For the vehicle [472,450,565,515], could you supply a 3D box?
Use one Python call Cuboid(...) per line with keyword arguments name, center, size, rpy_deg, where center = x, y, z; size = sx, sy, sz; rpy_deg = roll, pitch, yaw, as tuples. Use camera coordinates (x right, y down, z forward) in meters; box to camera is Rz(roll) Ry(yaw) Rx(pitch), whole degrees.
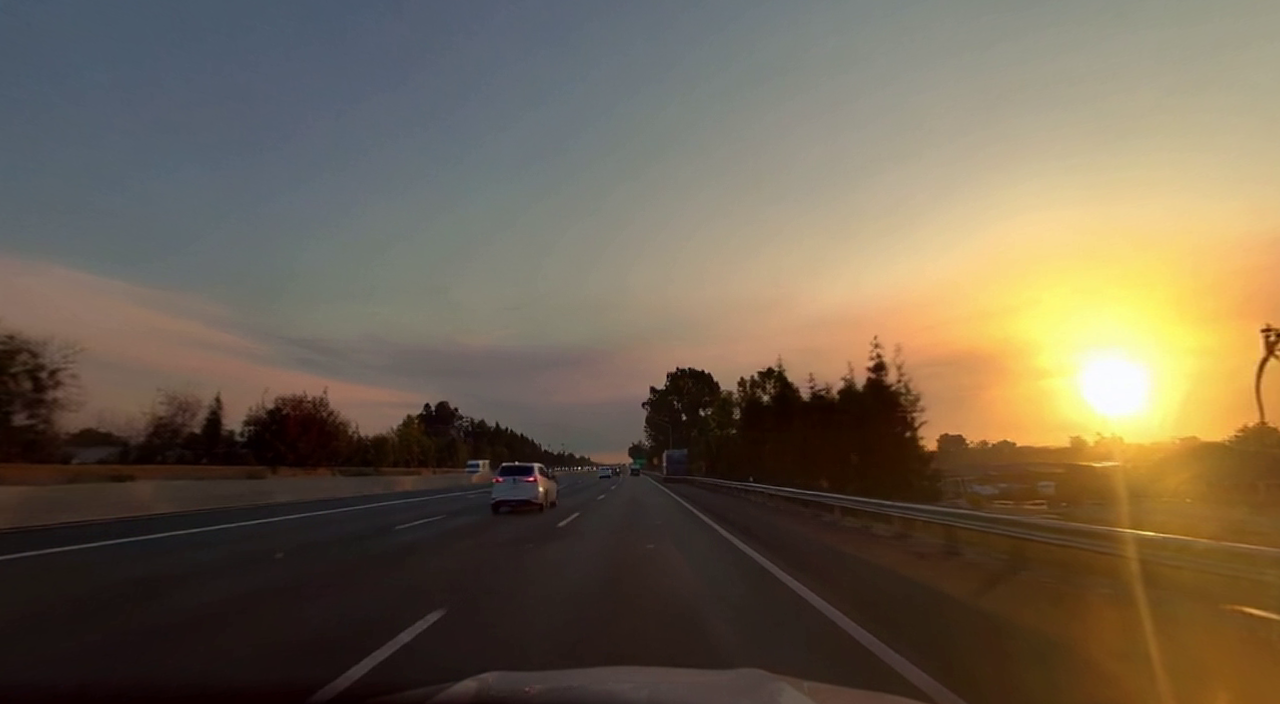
Cuboid(name="vehicle", center=(-3.816, 4.237, 20.713), size=(2.036, 1.835, 4.888), rpy_deg=(1, -10, 0))
